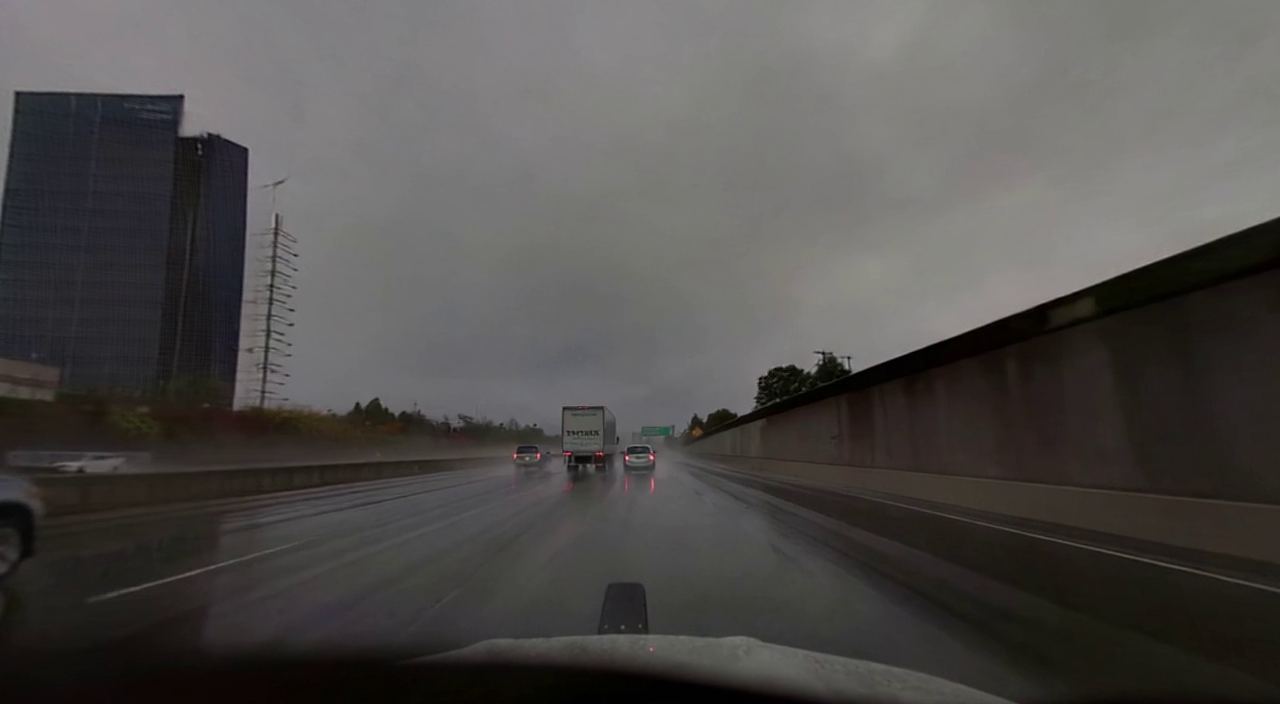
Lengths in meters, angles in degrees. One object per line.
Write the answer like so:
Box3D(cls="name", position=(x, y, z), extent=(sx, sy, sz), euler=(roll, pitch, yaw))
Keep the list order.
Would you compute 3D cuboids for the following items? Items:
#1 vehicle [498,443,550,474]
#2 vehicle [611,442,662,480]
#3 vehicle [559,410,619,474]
Box3D(cls="vehicle", position=(-6.606, 6.124, 36.473), extent=(2.124, 1.674, 4.541), euler=(0, -9, 1))
Box3D(cls="vehicle", position=(-0.179, 4.915, 28.715), extent=(2.168, 1.597, 3.615), euler=(0, -9, -1))
Box3D(cls="vehicle", position=(-2.930, 5.563, 38.832), extent=(2.794, 3.460, 8.595), euler=(0, -9, 1))
